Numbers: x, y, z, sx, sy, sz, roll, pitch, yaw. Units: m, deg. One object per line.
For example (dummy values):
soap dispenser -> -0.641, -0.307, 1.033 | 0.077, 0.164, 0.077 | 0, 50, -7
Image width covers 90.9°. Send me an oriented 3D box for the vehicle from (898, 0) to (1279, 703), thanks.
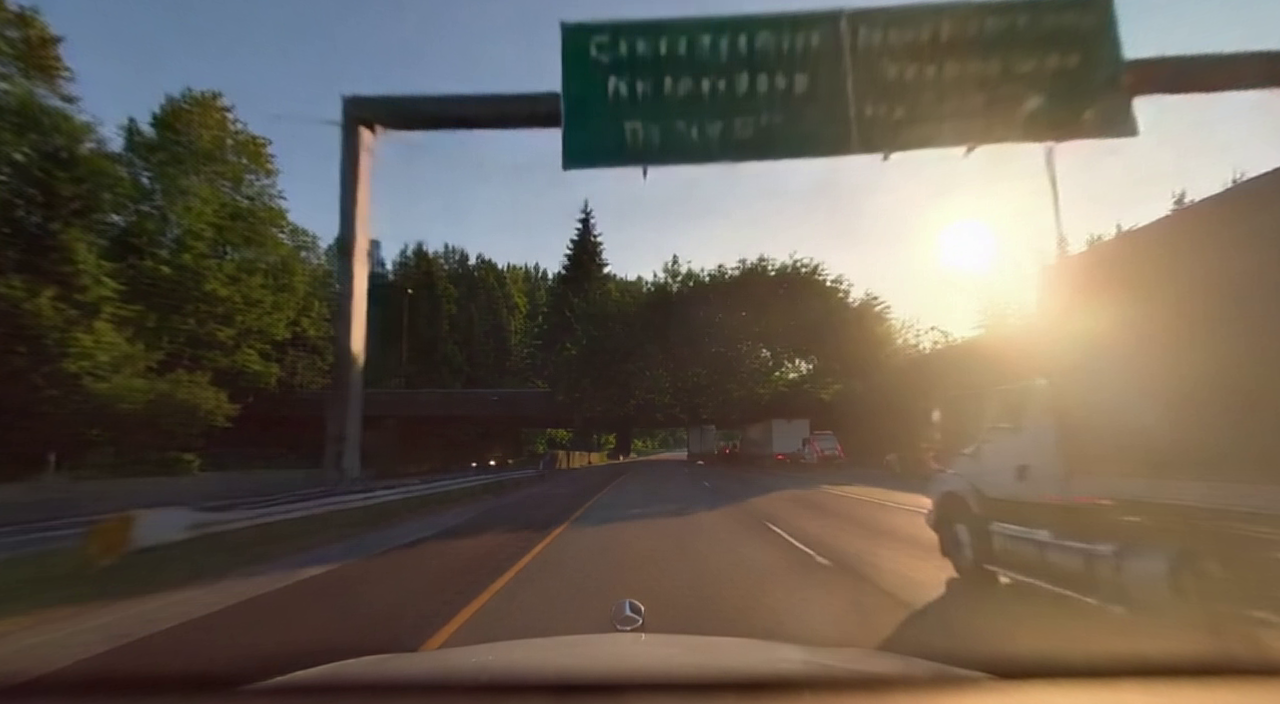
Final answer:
vehicle -> 4.522, -0.023, 3.984 | 3.024, 3.913, 6.159 | 0, -9, 0
